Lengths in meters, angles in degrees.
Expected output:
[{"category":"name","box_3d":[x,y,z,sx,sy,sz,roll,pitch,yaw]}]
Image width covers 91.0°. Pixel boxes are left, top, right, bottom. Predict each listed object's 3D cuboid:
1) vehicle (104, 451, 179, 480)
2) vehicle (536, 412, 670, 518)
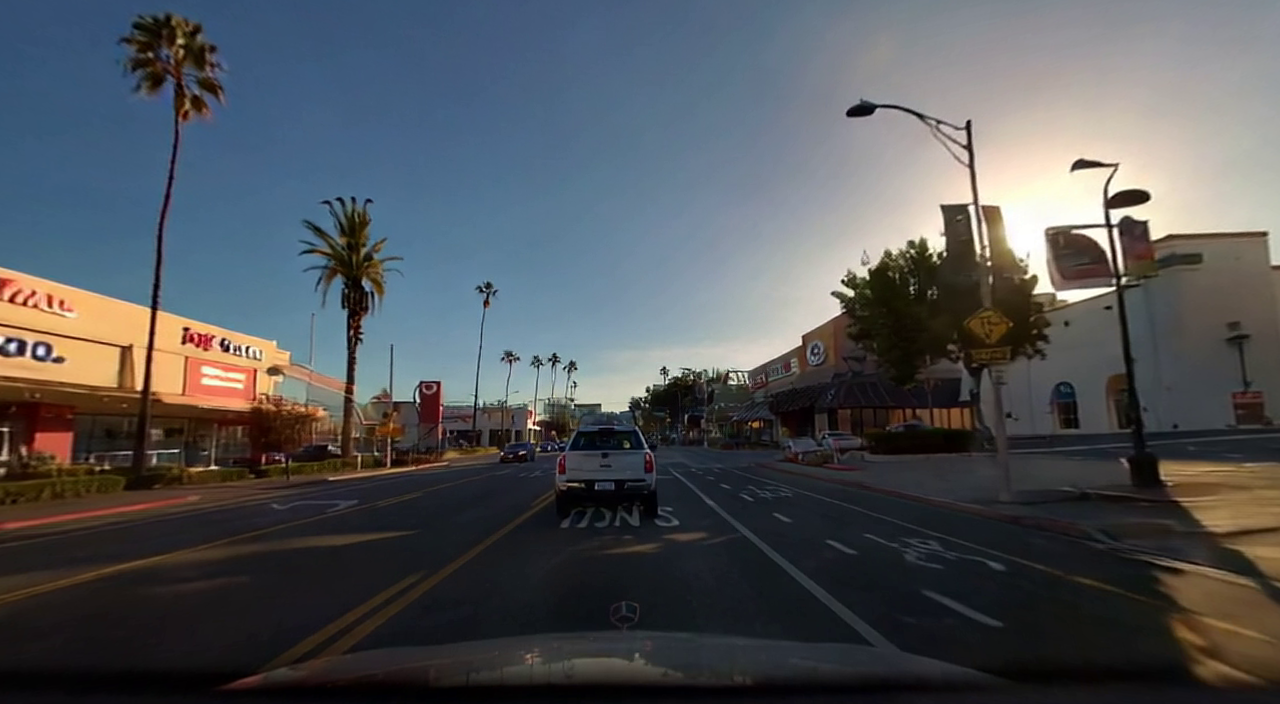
[{"category":"vehicle","box_3d":[-29.185,6.617,37.011,2.172,1.504,4.669,3,-9,-23]},{"category":"vehicle","box_3d":[-0.655,2.203,12.696,2.239,1.763,4.096,0,-8,-1]}]
